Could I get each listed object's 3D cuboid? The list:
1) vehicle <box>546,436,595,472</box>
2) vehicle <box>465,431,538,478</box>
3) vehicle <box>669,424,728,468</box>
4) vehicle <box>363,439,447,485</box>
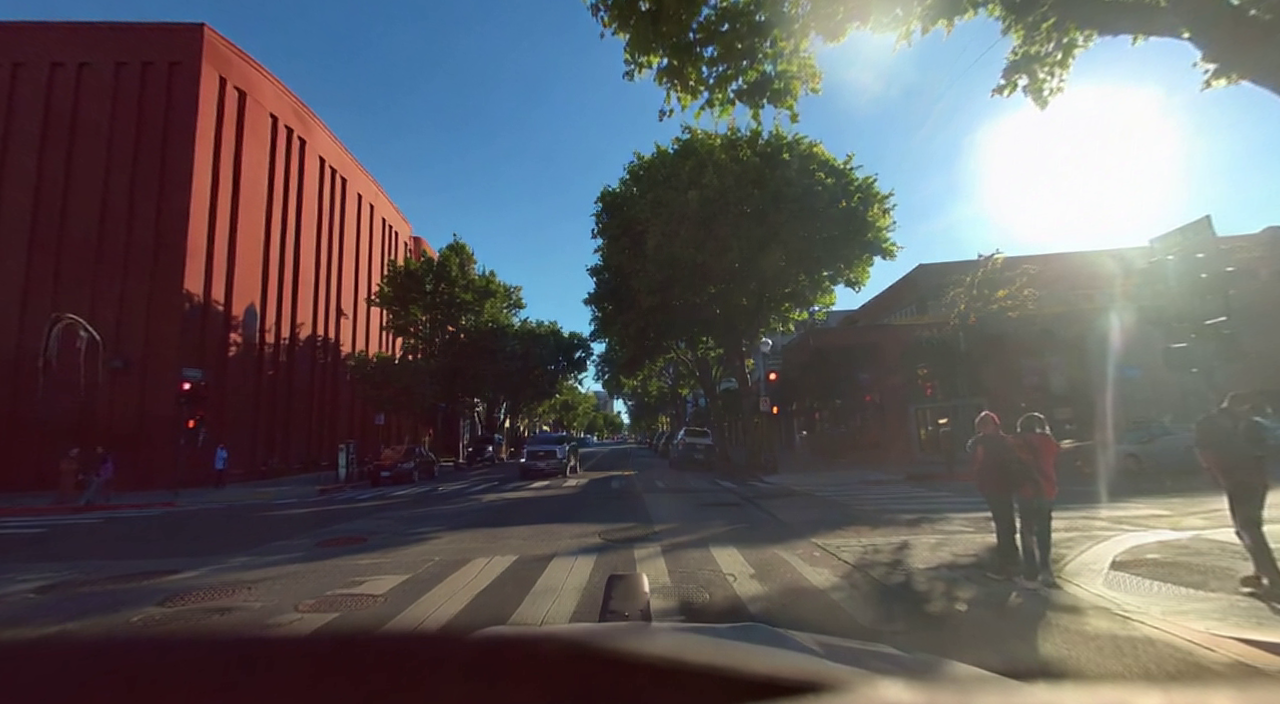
[{"bbox_3d":[-3.261,4.853,30.283,2.033,1.596,4.142,0,-8,-2],"label":"vehicle"},{"bbox_3d":[-5.985,4.494,27.910,2.242,1.887,4.924,0,-8,-2],"label":"vehicle"},{"bbox_3d":[3.069,5.135,34.389,2.557,2.188,5.164,0,-8,-2],"label":"vehicle"},{"bbox_3d":[-9.914,4.648,27.018,2.216,1.804,4.526,1,-8,-5],"label":"vehicle"}]
